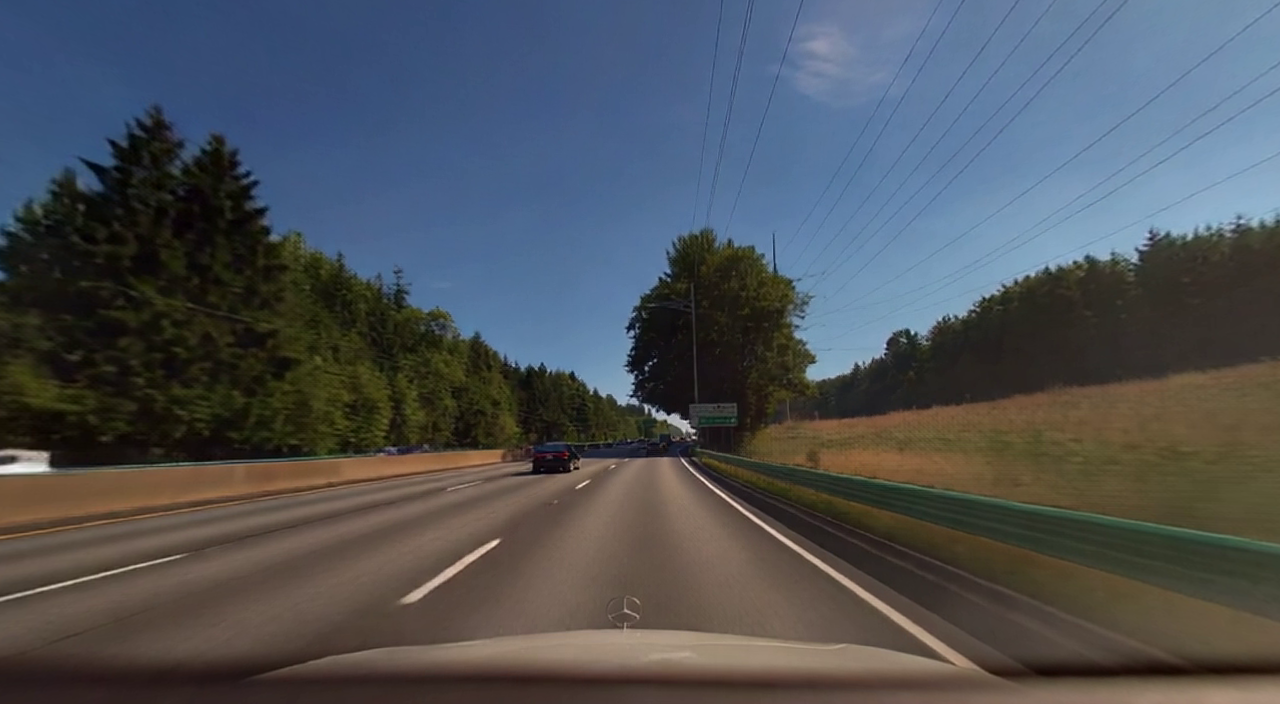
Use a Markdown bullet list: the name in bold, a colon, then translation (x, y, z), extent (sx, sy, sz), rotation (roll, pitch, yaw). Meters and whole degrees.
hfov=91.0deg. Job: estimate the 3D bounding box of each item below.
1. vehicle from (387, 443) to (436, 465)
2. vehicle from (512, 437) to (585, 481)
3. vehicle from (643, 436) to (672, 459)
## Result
- **vehicle**: translation (-15.642, 7.004, 43.304), extent (1.804, 1.419, 3.775), rotation (0, -8, 2)
- **vehicle**: translation (-3.397, 4.036, 24.179), extent (2.021, 1.515, 4.453), rotation (0, -8, 2)
- **vehicle**: translation (1.368, 7.449, 49.189), extent (2.176, 1.725, 4.182), rotation (0, -8, 2)
